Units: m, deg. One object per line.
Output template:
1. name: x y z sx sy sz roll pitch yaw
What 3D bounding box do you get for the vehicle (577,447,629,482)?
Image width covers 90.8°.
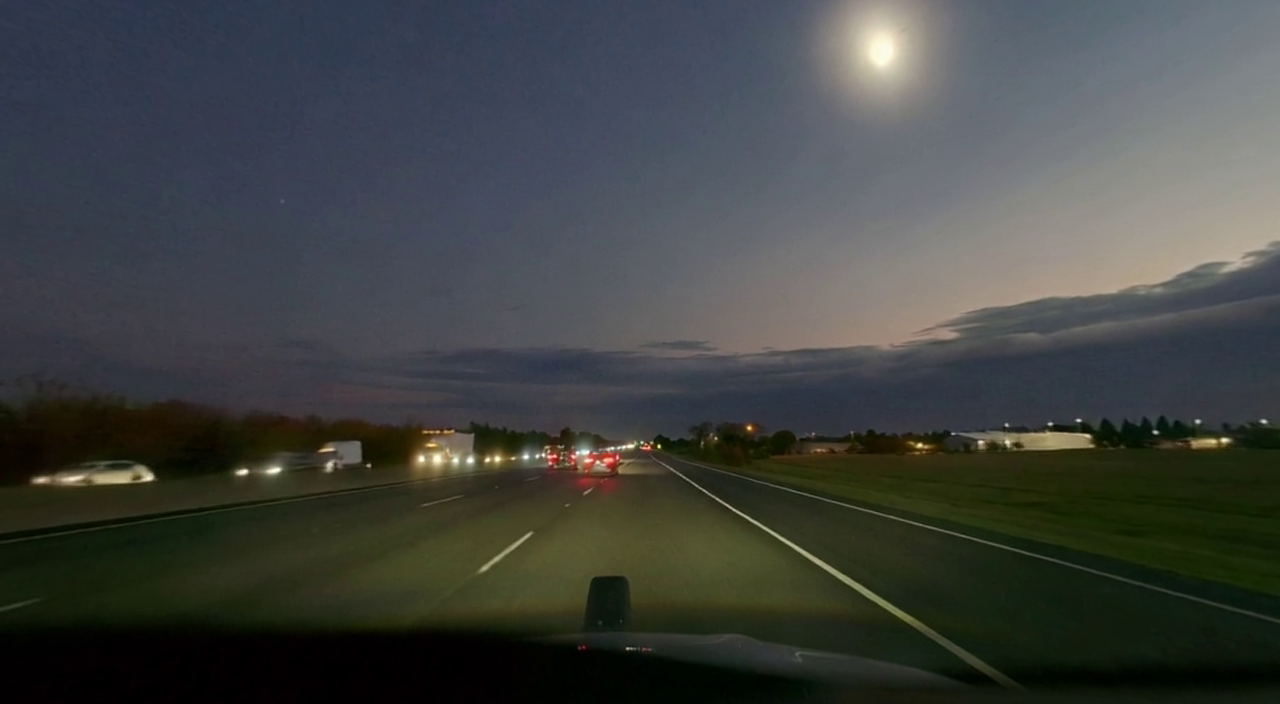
1. vehicle: -1.658 5.279 29.781 2.110 1.500 4.259 0 -9 1

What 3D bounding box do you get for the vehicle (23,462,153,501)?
1. vehicle: -22.984 5.371 26.515 1.729 1.410 4.183 0 -9 -1

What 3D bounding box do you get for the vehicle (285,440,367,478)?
1. vehicle: -18.837 6.444 38.165 2.177 2.067 5.288 0 -9 0

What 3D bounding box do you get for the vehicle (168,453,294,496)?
1. vehicle: -15.207 4.532 23.780 1.889 1.449 4.242 0 -9 0
